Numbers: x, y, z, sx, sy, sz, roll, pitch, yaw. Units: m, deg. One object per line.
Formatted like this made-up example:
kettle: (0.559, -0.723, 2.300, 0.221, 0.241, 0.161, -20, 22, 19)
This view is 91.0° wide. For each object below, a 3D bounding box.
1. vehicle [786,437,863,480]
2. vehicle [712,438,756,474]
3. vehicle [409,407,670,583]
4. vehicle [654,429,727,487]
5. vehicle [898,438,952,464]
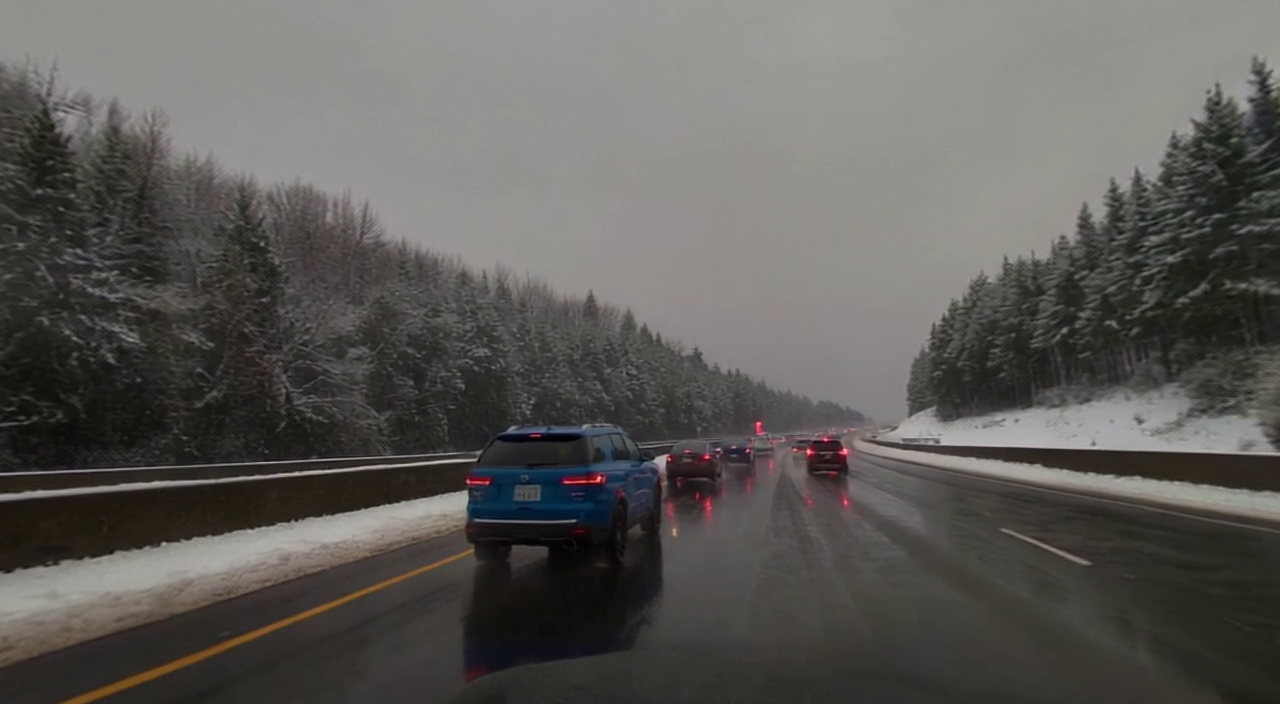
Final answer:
vehicle: (6.865, 3.990, 23.922, 1.962, 1.442, 4.536, -1, -8, 6)
vehicle: (4.181, 4.548, 27.717, 1.755, 1.457, 3.686, -2, -8, 9)
vehicle: (-0.919, 1.658, 8.163, 2.021, 1.635, 4.085, -2, -8, 11)
vehicle: (1.693, 3.338, 20.072, 2.017, 1.662, 3.543, -1, -8, 9)
vehicle: (17.475, 6.085, 38.835, 1.990, 1.478, 4.475, -2, -8, 10)
